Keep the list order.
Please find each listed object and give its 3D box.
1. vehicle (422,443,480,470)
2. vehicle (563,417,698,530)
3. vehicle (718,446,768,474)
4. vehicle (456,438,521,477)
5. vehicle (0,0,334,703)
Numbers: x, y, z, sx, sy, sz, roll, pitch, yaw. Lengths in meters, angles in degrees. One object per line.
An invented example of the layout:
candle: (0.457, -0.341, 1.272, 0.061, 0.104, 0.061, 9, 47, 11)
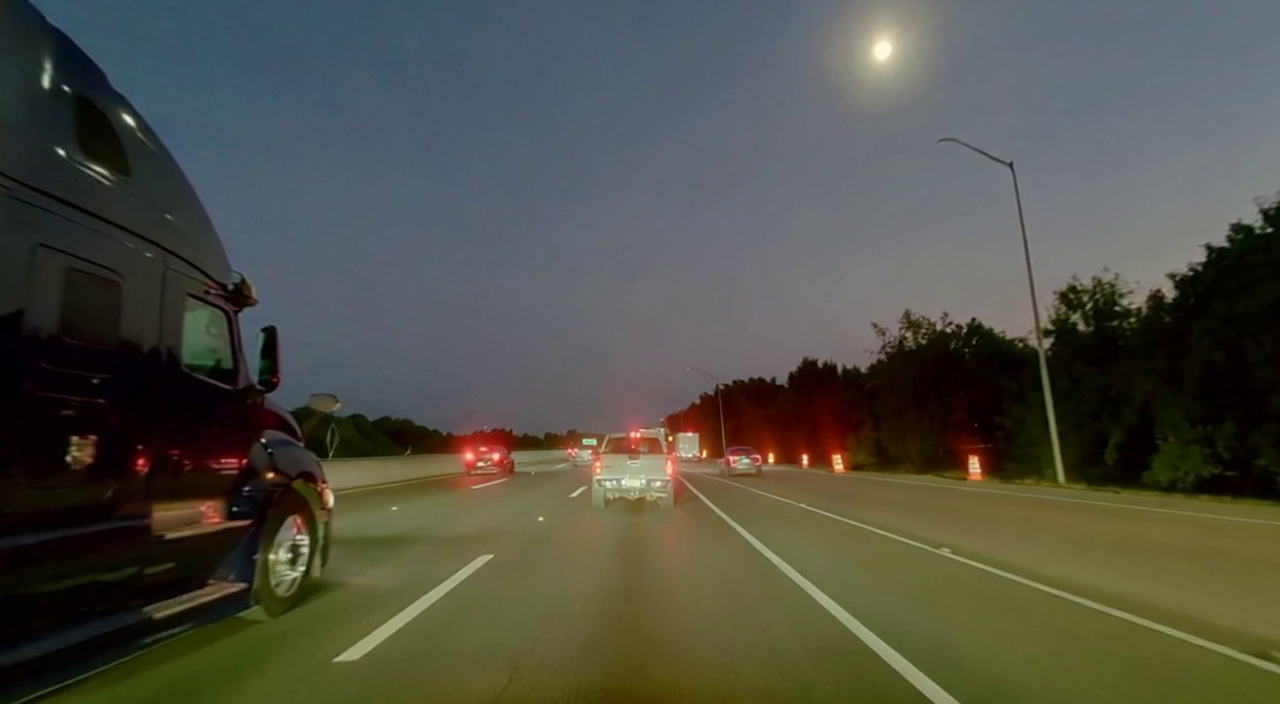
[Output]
vehicle: (-11.181, 6.223, 37.605, 1.985, 1.496, 4.583, 0, -9, 1)
vehicle: (-0.152, 2.243, 12.089, 2.152, 1.779, 3.924, 0, -9, 0)
vehicle: (5.722, 6.045, 35.531, 1.918, 1.479, 4.571, 0, -9, -1)
vehicle: (-7.158, 5.018, 30.253, 1.950, 1.716, 4.436, 0, -9, 1)
vehicle: (-3.850, -0.280, 0.292, 2.990, 3.885, 8.243, 0, -9, 2)
